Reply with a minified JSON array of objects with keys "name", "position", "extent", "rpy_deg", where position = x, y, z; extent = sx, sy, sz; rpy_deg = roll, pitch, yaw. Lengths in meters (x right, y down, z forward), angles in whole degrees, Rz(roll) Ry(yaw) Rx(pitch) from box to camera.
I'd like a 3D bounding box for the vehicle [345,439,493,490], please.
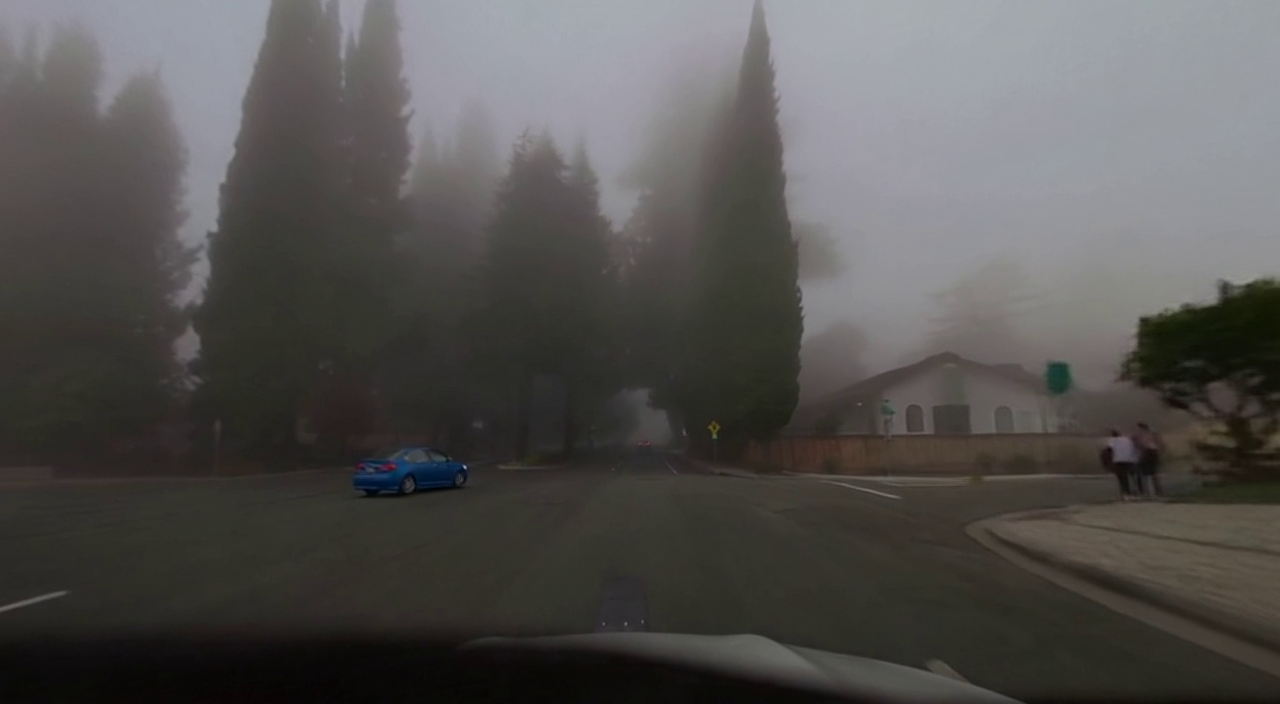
[{"name":"vehicle","position":[-8.045,4.104,23.428],"extent":[2.170,1.666,4.788],"rpy_deg":[-6,-10,33]}]
